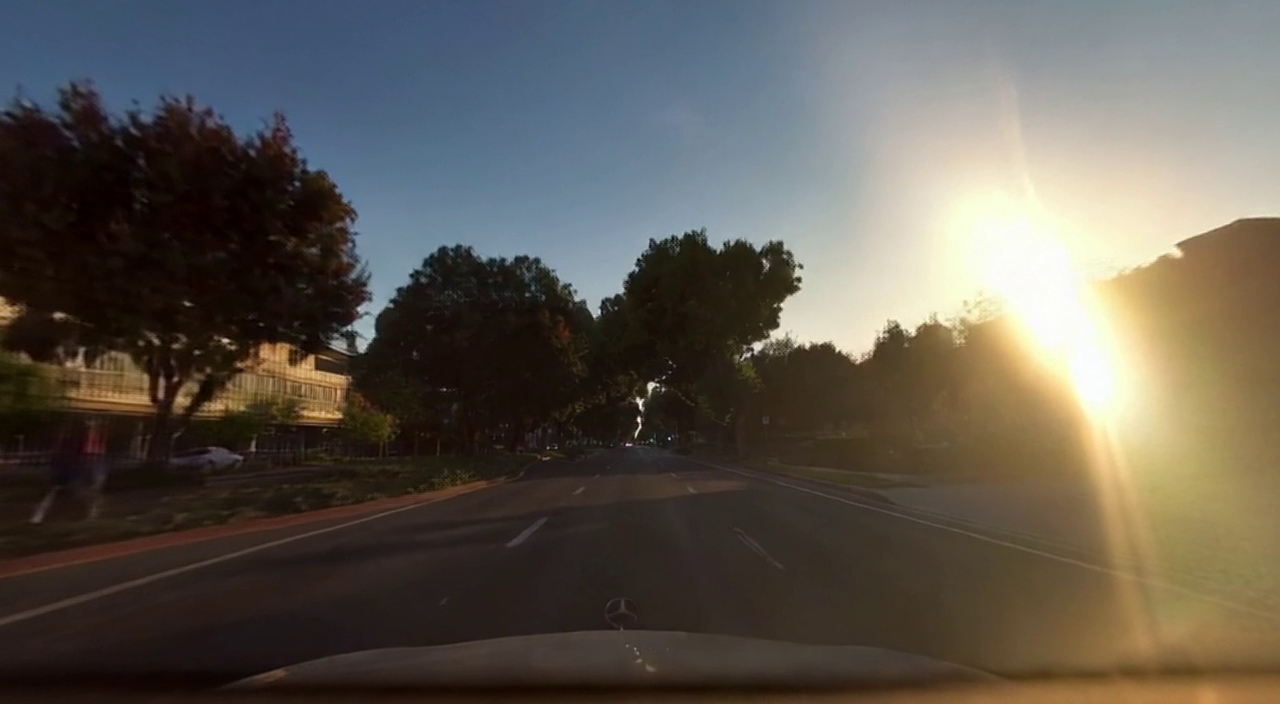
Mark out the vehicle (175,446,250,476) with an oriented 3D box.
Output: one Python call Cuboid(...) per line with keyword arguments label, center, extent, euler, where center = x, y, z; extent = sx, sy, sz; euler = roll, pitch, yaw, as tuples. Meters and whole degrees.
Cuboid(label="vehicle", center=(-28.342, 7.205, 42.049), extent=(1.987, 1.872, 4.150), euler=(0, -8, 0))
